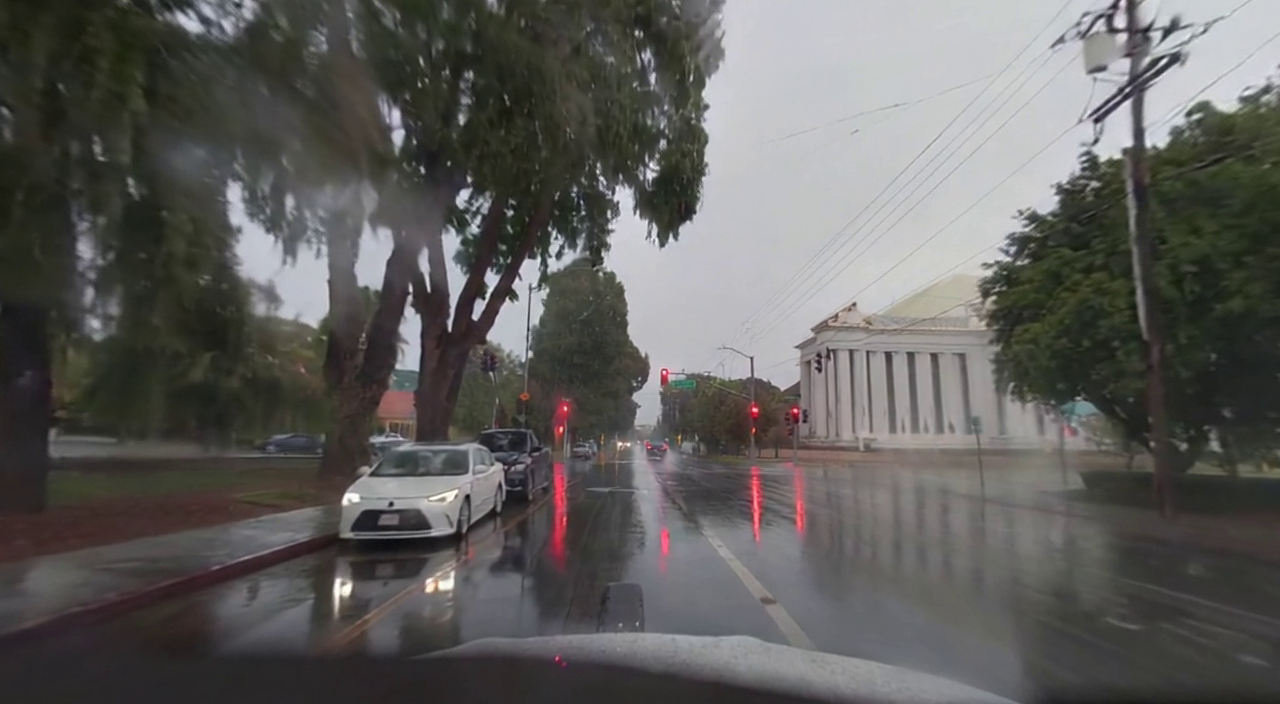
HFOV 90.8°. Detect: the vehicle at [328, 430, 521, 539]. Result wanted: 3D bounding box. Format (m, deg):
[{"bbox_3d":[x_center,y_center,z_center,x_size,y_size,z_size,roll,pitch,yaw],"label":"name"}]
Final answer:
[{"bbox_3d":[-3.519,2.236,11.400,1.855,1.534,4.644,0,-8,0],"label":"vehicle"}]
